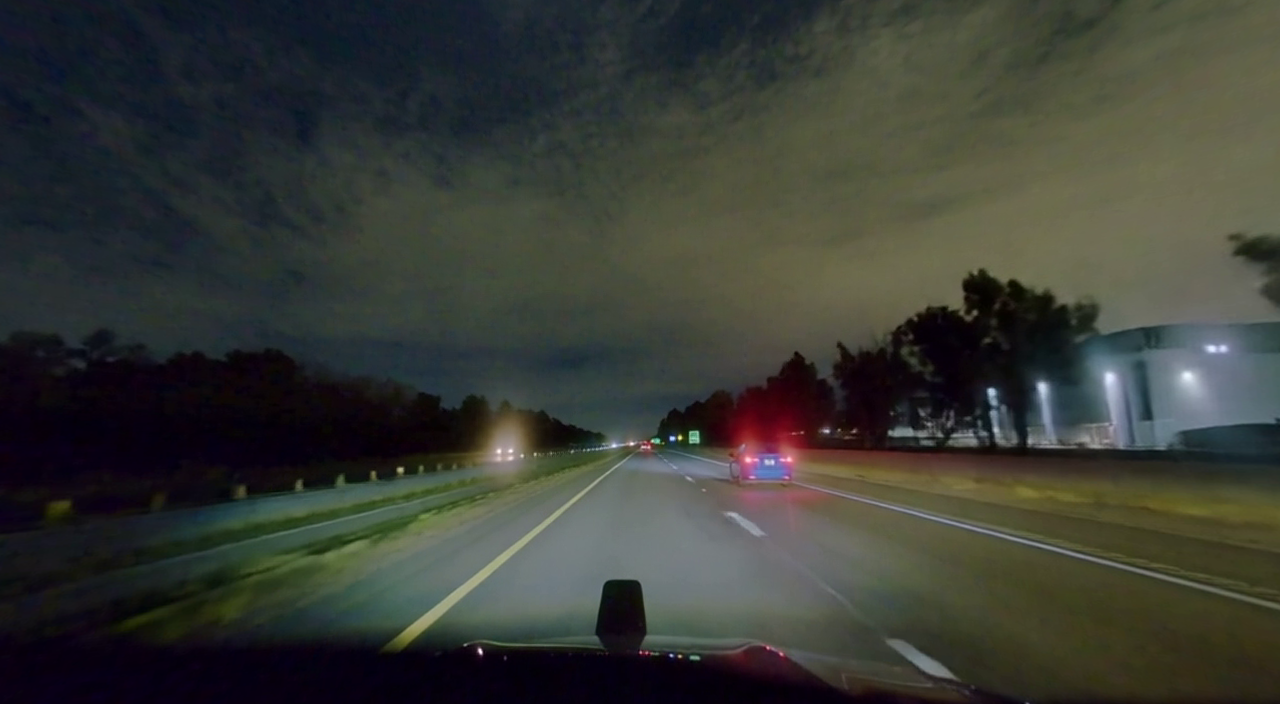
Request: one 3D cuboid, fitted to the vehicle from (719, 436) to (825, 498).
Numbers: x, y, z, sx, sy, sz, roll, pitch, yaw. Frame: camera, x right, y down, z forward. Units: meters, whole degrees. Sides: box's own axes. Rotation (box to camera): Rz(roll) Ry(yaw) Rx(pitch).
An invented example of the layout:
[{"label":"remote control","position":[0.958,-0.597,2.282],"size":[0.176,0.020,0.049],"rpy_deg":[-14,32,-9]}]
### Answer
[{"label":"vehicle","position":[3.586,3.201,17.847],"size":[2.079,1.531,3.997],"rpy_deg":[0,-8,-1]}]
